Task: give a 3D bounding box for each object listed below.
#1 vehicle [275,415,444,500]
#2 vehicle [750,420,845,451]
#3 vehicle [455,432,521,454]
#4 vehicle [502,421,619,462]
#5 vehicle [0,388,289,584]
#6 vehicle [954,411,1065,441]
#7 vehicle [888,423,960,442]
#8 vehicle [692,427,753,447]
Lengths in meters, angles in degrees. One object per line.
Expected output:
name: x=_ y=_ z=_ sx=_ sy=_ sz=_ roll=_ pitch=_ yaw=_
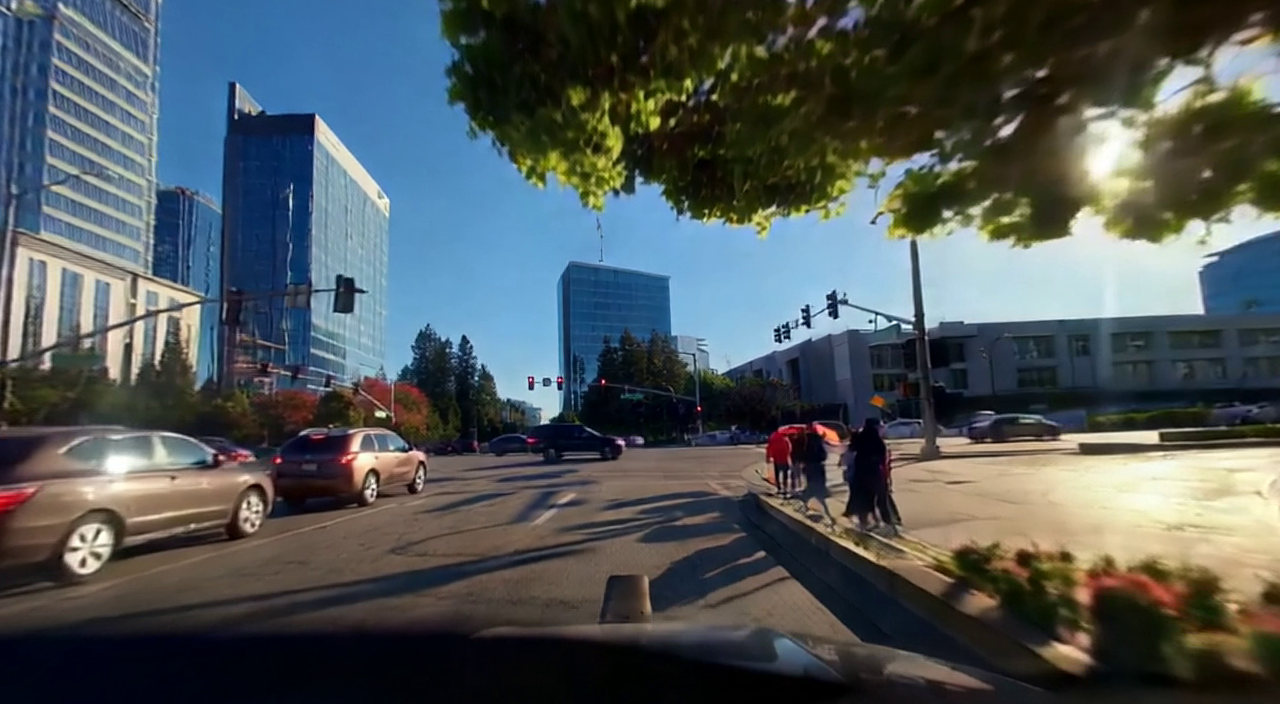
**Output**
vehicle: x=-6.392 y=2.483 z=15.113 sx=1.785 sy=1.678 sz=4.729 roll=0 pitch=-9 yaw=1
vehicle: x=7.963 y=4.279 z=32.195 sx=4.429 sy=1.489 sz=1.773 roll=-1 pitch=-9 yaw=6
vehicle: x=-11.971 y=7.183 z=49.688 sx=4.663 sy=1.637 sz=1.836 roll=-1 pitch=-9 yaw=7
vehicle: x=-3.647 y=4.222 z=29.601 sx=5.084 sy=1.824 sz=2.050 roll=-1 pitch=-9 yaw=6
vehicle: x=-6.669 y=1.531 z=7.900 sx=1.967 sy=1.741 sz=4.385 roll=0 pitch=-9 yaw=0
vehicle: x=20.255 y=4.103 z=34.706 sx=4.836 sy=1.508 sz=1.875 roll=-1 pitch=-9 yaw=6
vehicle: x=22.400 y=6.380 z=49.894 sx=4.785 sy=1.472 sz=1.799 roll=-1 pitch=-9 yaw=6
vehicle: x=6.228 y=6.465 z=47.883 sx=4.459 sy=1.477 sz=1.754 roll=-1 pitch=-9 yaw=6
